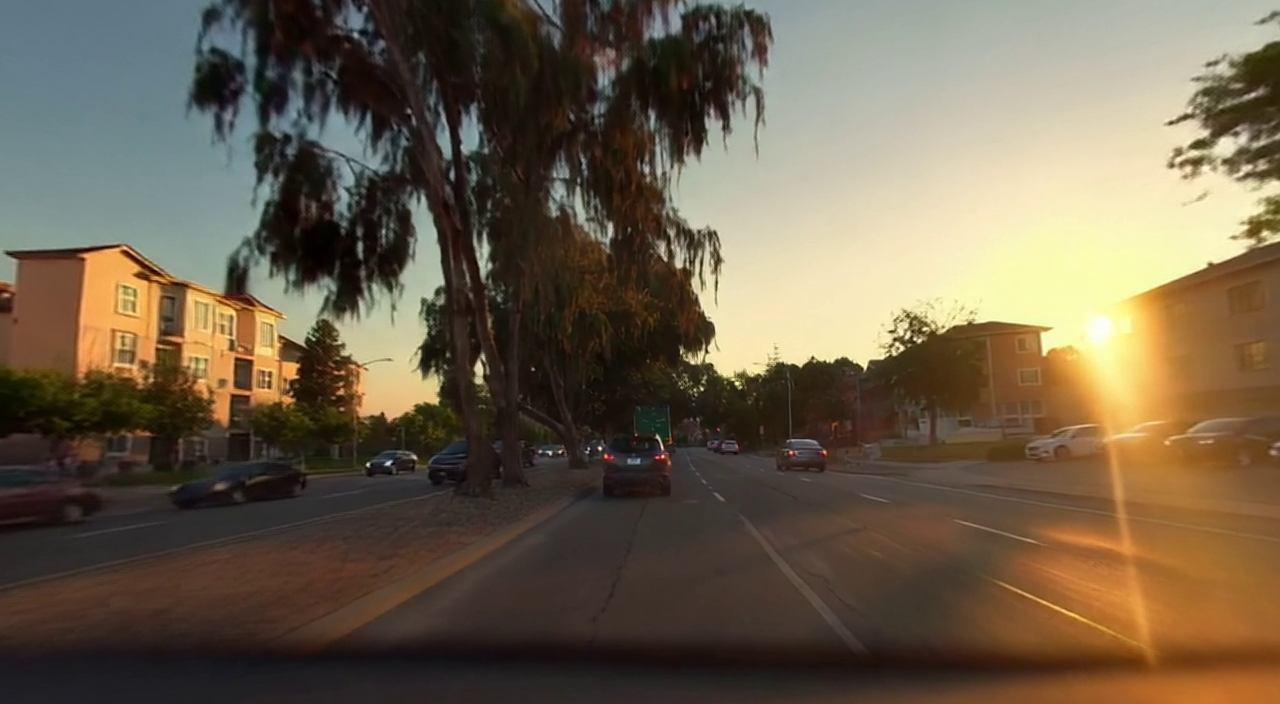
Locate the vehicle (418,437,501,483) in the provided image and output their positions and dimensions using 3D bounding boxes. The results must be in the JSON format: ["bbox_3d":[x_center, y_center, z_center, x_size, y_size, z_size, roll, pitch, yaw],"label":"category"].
[{"bbox_3d":[-7.627,4.598,27.163,2.119,1.778,4.760,0,-8,0],"label":"vehicle"}]

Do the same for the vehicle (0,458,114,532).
[{"bbox_3d":[-13.828,3.051,13.200,1.806,1.417,4.405,-4,-8,2],"label":"vehicle"}]

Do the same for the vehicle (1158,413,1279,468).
[{"bbox_3d":[18.998,2.754,19.621,3.799,1.594,2.145,0,-8,1],"label":"vehicle"}]

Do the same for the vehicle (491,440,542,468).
[{"bbox_3d":[-9.154,7.630,47.371,2.238,1.906,6.264,-1,-8,3],"label":"vehicle"}]

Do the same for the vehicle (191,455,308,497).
[{"bbox_3d":[-16.740,5.317,27.347,2.010,1.510,4.532,-2,-8,3],"label":"vehicle"}]

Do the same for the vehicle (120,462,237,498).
[{"bbox_3d":[-22.670,6.255,31.235,1.874,1.485,4.587,-2,-8,9],"label":"vehicle"}]

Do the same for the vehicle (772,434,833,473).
[{"bbox_3d":[7.839,4.942,30.835,1.971,1.722,4.341,0,-8,2],"label":"vehicle"}]

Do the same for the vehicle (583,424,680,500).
[{"bbox_3d":[-0.081,2.980,17.438,2.332,1.798,4.546,-1,-8,3],"label":"vehicle"}]
